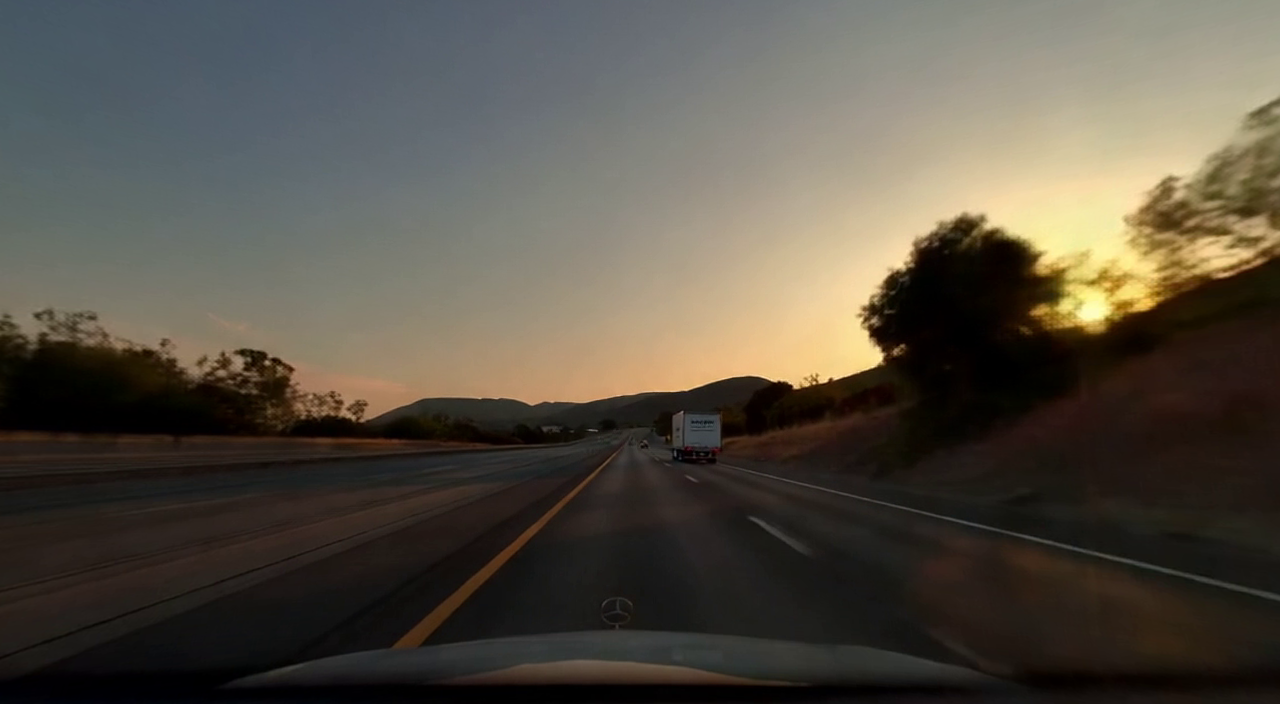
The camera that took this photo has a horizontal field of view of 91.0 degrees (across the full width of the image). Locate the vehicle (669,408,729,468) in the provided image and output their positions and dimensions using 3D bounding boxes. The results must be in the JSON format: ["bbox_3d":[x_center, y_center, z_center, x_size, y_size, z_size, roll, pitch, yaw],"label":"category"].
[{"bbox_3d":[3.350,5.160,37.628,2.702,3.193,7.196,0,-8,-1],"label":"vehicle"}]
